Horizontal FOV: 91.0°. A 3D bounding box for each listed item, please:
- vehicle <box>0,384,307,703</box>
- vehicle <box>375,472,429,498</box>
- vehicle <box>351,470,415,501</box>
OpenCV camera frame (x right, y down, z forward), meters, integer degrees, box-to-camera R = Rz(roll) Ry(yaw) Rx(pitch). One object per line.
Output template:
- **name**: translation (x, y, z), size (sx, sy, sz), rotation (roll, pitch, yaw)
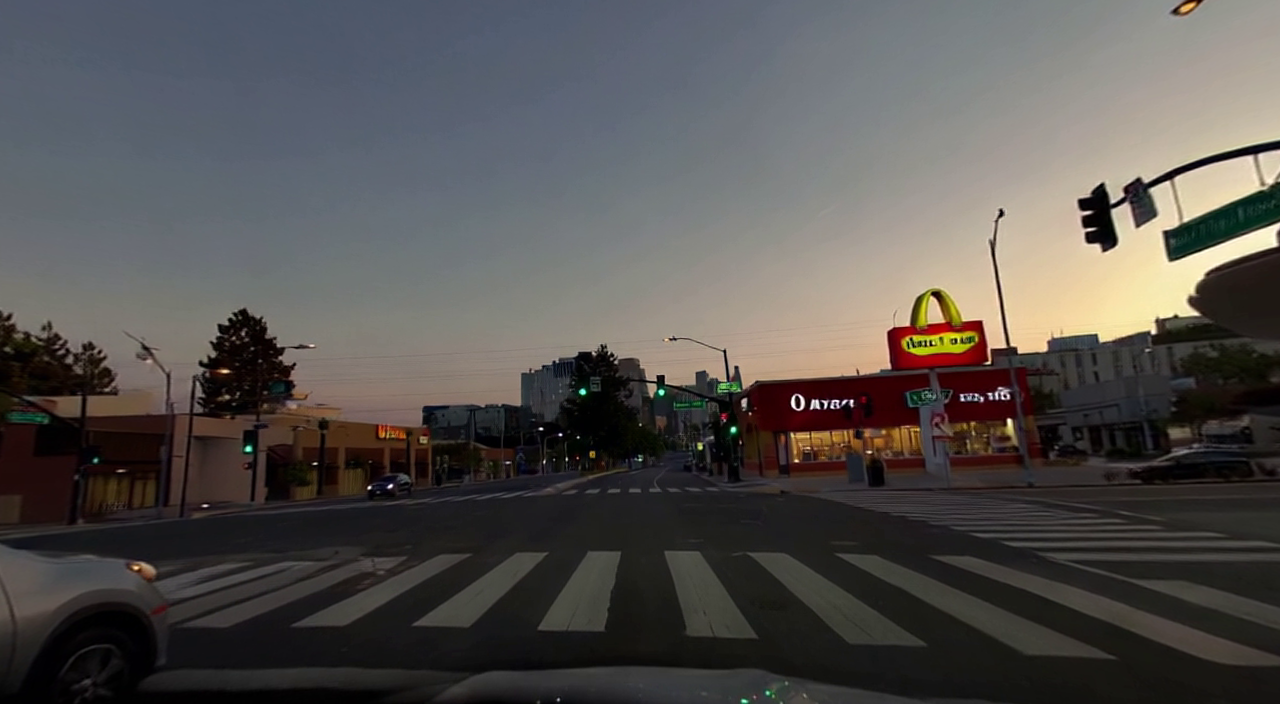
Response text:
- **vehicle**: translation (-3.394, 0.895, 1.952), size (2.081, 1.644, 4.523), rotation (0, -9, 2)
- **vehicle**: translation (-15.775, 8.821, 42.016), size (1.931, 1.471, 4.152), rotation (0, -9, 1)
- **vehicle**: translation (-19.270, 10.024, 47.569), size (2.227, 2.033, 5.614), rotation (0, -9, 2)
